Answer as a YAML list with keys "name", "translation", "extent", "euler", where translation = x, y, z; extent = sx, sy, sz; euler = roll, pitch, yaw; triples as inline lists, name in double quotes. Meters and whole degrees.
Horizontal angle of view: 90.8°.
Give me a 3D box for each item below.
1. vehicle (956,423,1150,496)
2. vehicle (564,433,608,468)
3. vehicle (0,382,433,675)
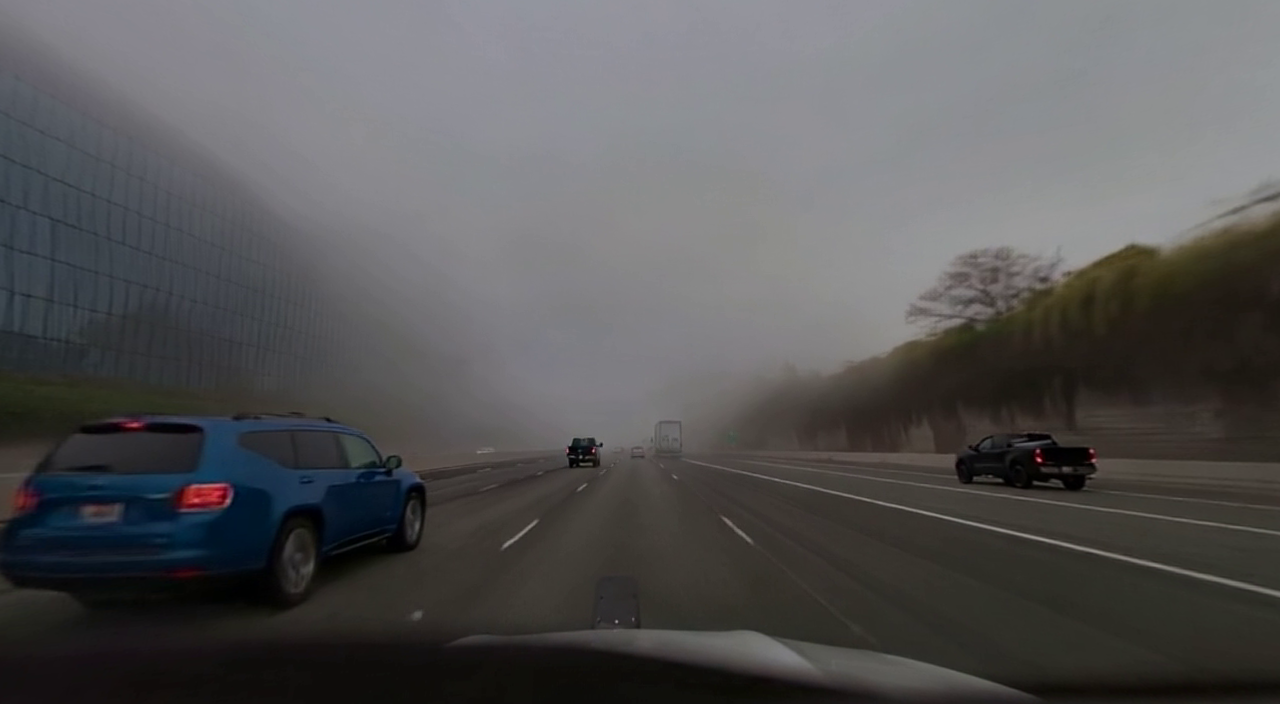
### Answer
- name: "vehicle"
  translation: [11.593, 3.065, 18.336]
  extent: [2.089, 1.787, 5.080]
  euler: [0, -9, -1]
- name: "vehicle"
  translation: [-3.302, 6.208, 39.817]
  extent: [2.284, 2.022, 5.752]
  euler: [0, -9, -1]
- name: "vehicle"
  translation: [-3.657, 1.365, 5.908]
  extent: [2.039, 1.710, 4.237]
  euler: [0, -9, -1]
